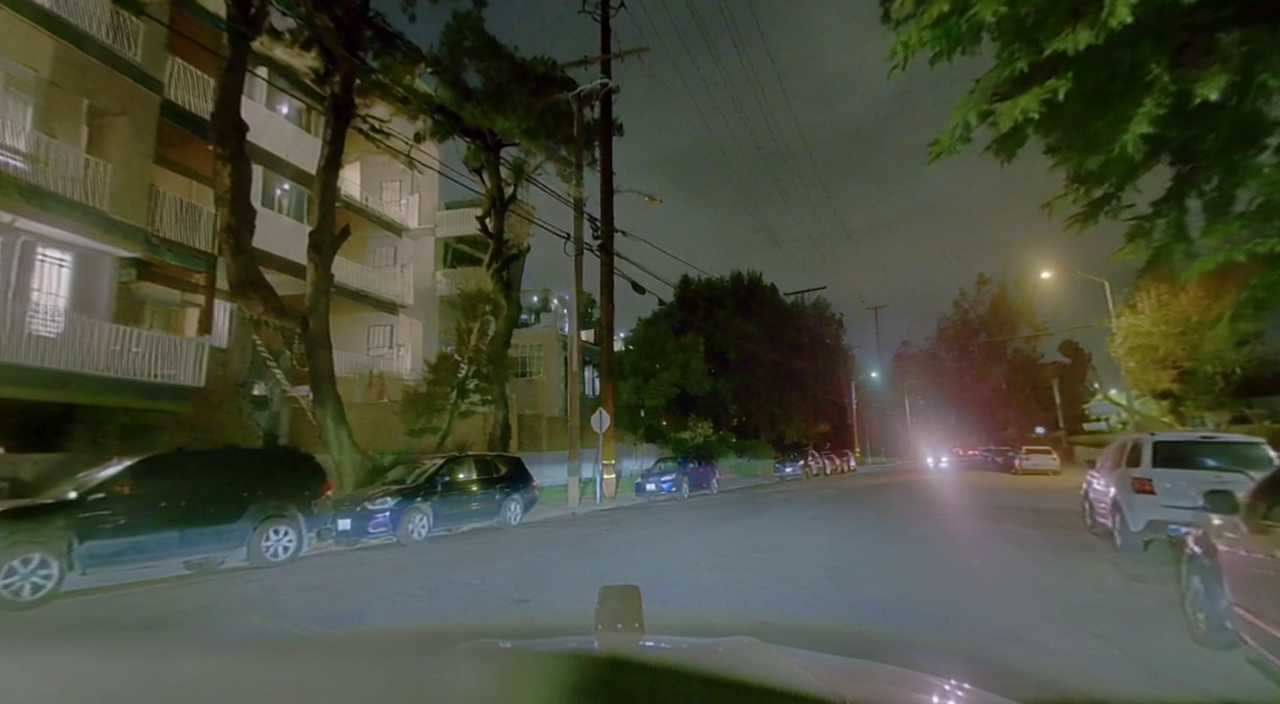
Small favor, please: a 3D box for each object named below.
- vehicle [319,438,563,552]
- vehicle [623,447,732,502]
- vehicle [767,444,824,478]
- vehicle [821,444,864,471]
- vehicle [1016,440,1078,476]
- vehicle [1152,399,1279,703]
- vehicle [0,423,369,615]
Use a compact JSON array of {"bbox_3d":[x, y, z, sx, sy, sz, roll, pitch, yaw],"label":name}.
[{"bbox_3d":[-3.766,2.810,12.825,2.068,1.745,4.579,-11,-14,25],"label":"vehicle"},{"bbox_3d":[1.493,4.434,23.230,2.017,1.582,4.664,-12,-13,28],"label":"vehicle"},{"bbox_3d":[9.063,6.256,36.557,2.011,1.801,4.676,-5,-10,28],"label":"vehicle"},{"bbox_3d":[15.305,7.985,47.583,1.953,1.699,4.234,-11,-16,29],"label":"vehicle"},{"bbox_3d":[18.596,4.824,29.022,1.964,1.515,4.055,-5,-9,28],"label":"vehicle"},{"bbox_3d":[3.741,0.925,2.338,2.030,1.535,4.683,-5,-10,29],"label":"vehicle"},{"bbox_3d":[-6.344,2.045,8.197,1.973,1.848,5.100,-12,-13,25],"label":"vehicle"}]
